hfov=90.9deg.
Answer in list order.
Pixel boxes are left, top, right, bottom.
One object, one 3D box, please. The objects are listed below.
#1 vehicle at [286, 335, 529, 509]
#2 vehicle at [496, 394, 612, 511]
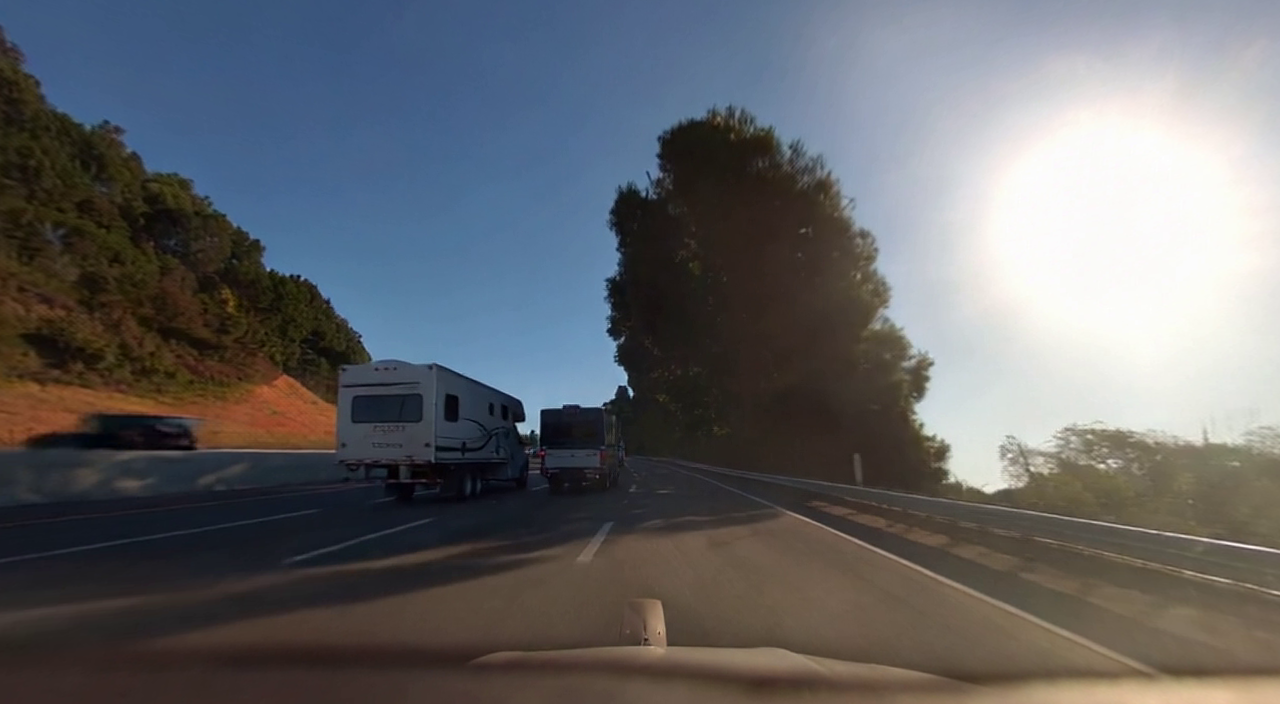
[{"bbox_3d":[-6.627,2.673,21.819,2.929,4.010,14.446,0,-9,0],"label":"vehicle"},{"bbox_3d":[-1.990,2.512,15.938,2.331,2.583,3.743,0,-9,1],"label":"vehicle"}]
